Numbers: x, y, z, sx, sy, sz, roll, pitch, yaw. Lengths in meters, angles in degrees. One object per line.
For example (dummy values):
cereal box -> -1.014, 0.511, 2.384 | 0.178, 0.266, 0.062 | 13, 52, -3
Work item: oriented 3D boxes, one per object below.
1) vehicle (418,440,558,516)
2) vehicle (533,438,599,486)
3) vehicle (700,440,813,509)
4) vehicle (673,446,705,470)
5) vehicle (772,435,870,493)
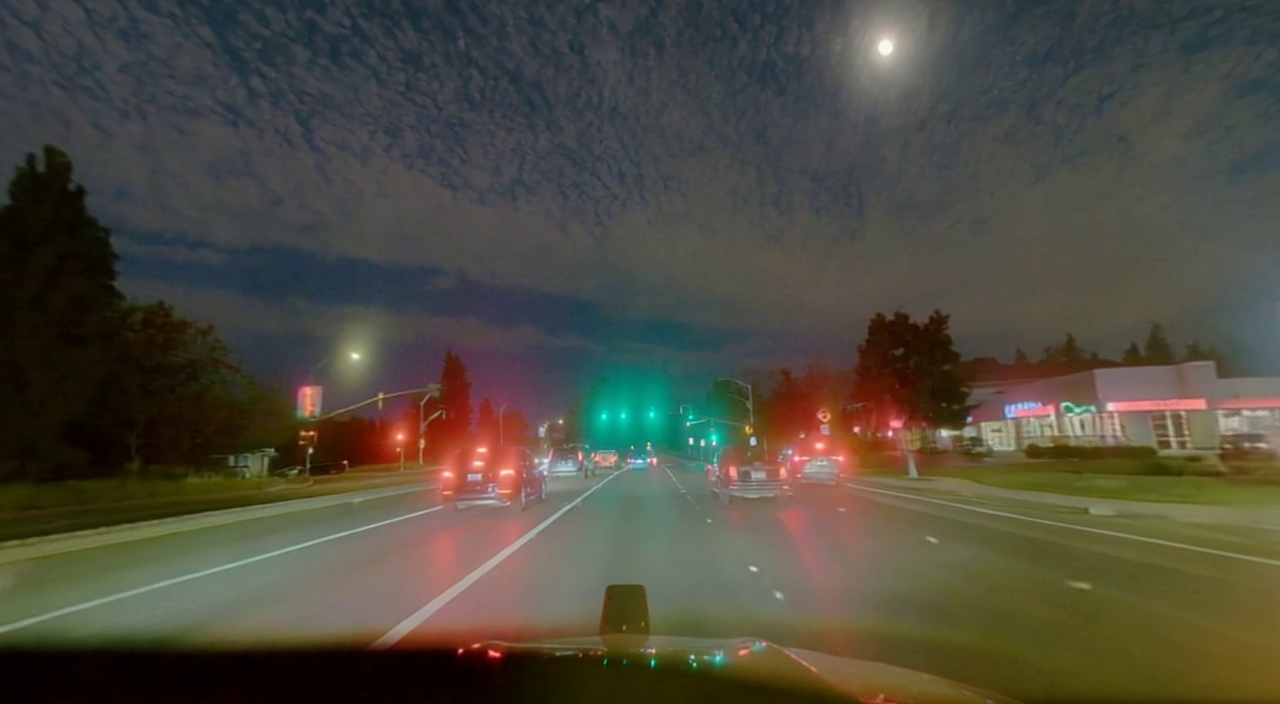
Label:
vehicle -> -3.371, 2.901, 15.070 | 2.087, 1.494, 4.626 | 0, -9, 2
vehicle -> -3.017, 4.616, 26.807 | 2.187, 1.825, 4.621 | 0, -9, 1
vehicle -> 2.771, 3.029, 16.068 | 2.004, 1.512, 4.206 | 0, -9, -1
vehicle -> 3.469, 7.623, 45.394 | 2.030, 1.628, 4.080 | 0, -9, 0
vehicle -> 5.940, 3.720, 21.334 | 1.979, 1.738, 4.418 | 0, -9, 0
